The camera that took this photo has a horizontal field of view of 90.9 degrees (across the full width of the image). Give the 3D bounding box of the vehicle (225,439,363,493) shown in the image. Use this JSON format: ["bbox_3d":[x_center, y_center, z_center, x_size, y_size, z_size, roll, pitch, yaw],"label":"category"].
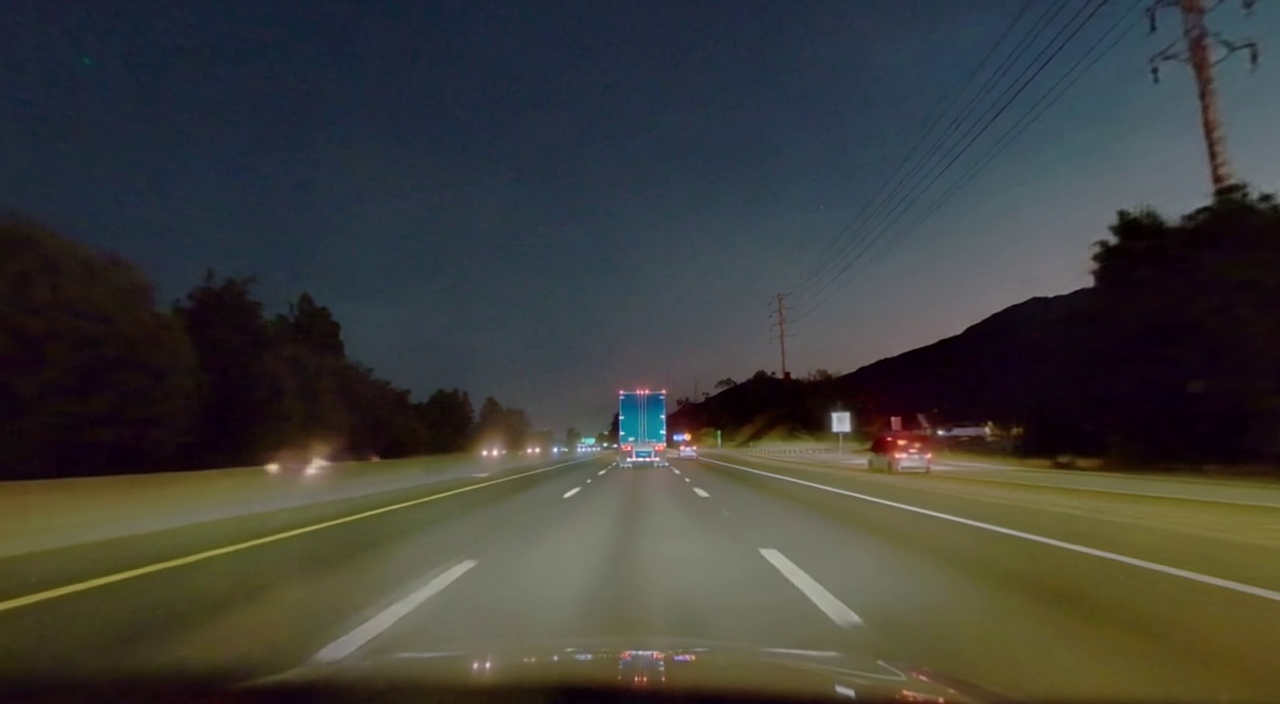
[{"bbox_3d":[-12.488,4.127,23.246,2.220,1.764,5.000,0,-8,0],"label":"vehicle"}]

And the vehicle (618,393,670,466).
[{"bbox_3d":[0.173,5.260,41.734,2.919,4.101,11.541,0,-8,0],"label":"vehicle"}]
